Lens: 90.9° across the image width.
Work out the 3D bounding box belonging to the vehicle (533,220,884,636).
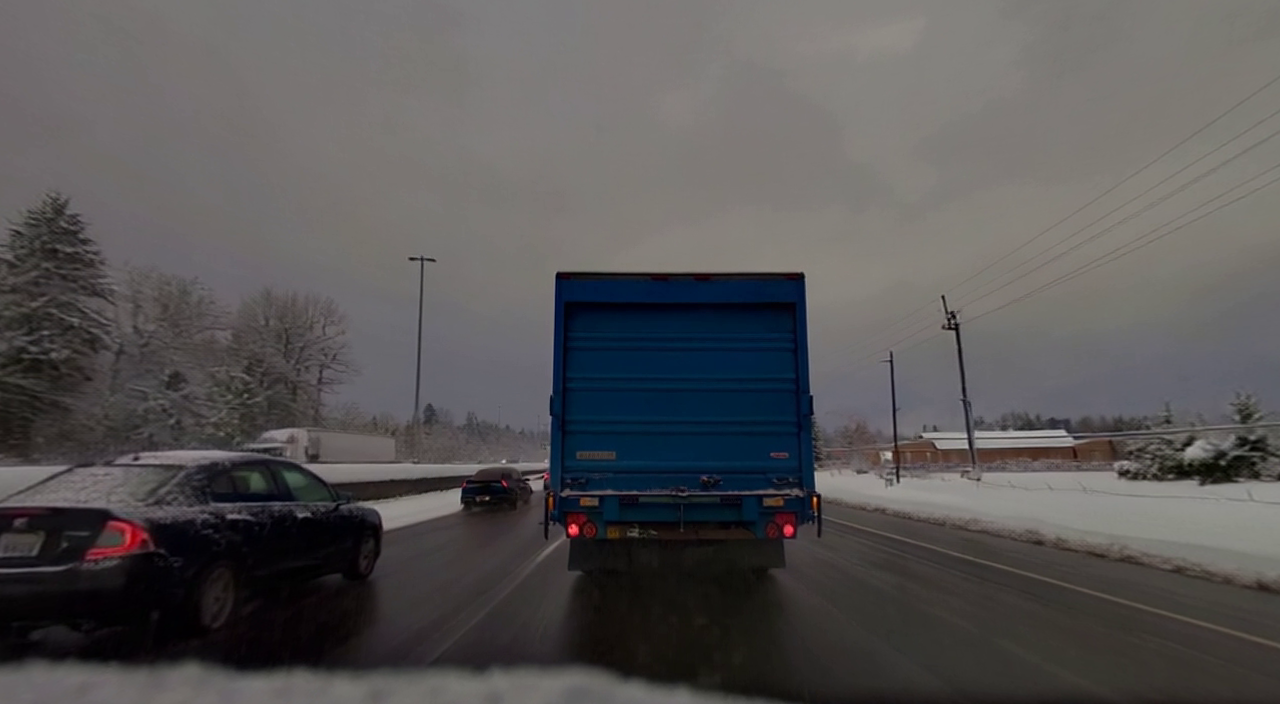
[{"bbox_3d":[0.700,1.325,9.685,2.831,3.529,8.689,0,-11,2],"label":"vehicle"}]

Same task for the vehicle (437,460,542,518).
[{"bbox_3d":[-4.287,3.980,18.697,1.891,1.469,4.431,0,-10,1],"label":"vehicle"}]

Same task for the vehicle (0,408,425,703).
[{"bbox_3d":[-3.838,1.515,5.601,1.983,1.575,4.973,0,-10,1],"label":"vehicle"}]
